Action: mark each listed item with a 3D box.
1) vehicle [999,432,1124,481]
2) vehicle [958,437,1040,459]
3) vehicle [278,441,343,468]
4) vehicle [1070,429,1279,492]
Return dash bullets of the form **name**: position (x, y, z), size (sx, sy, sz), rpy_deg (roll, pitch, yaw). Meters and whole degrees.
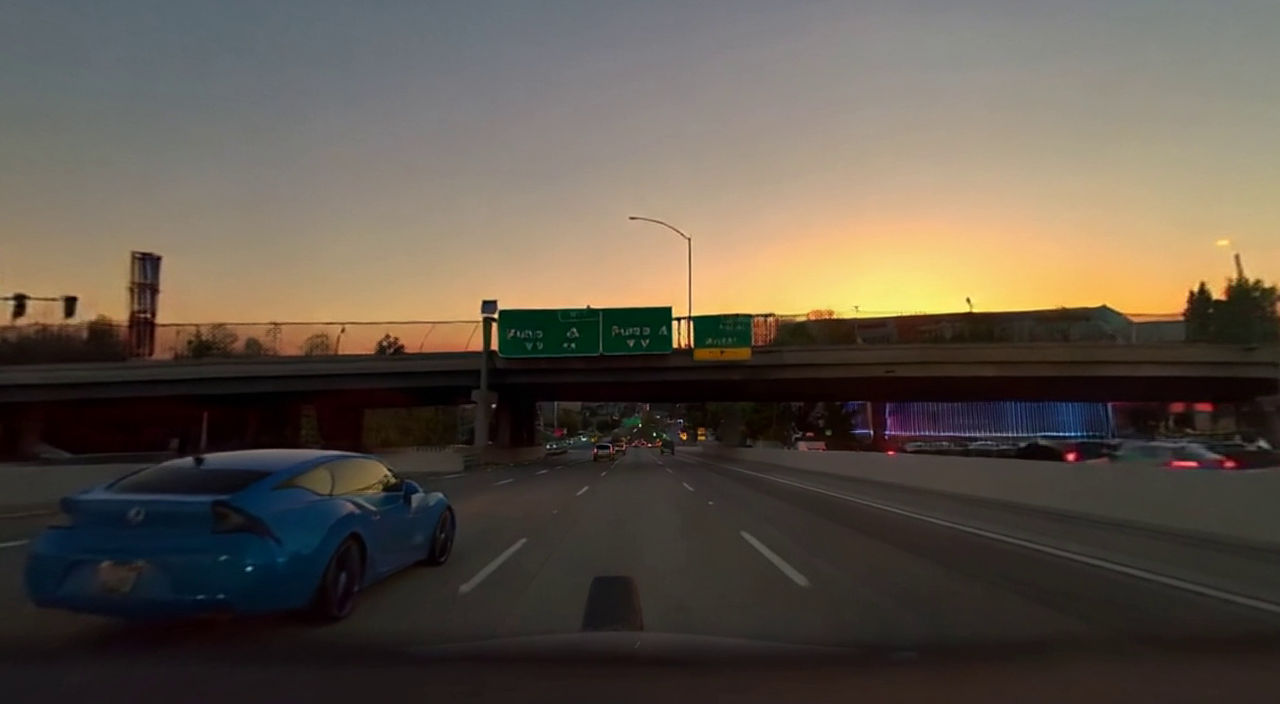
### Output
- **vehicle**: position (18.510, 4.594, 28.132), size (1.947, 1.963, 5.237), rpy_deg (0, -8, 0)
- **vehicle**: position (24.927, 6.698, 43.992), size (4.513, 1.469, 1.871), rpy_deg (0, -8, 1)
- **vehicle**: position (-19.375, 6.023, 37.314), size (1.722, 1.502, 3.846), rpy_deg (0, -8, 1)
- **vehicle**: position (18.363, 3.742, 22.272), size (2.128, 1.915, 5.821), rpy_deg (0, -8, -2)
